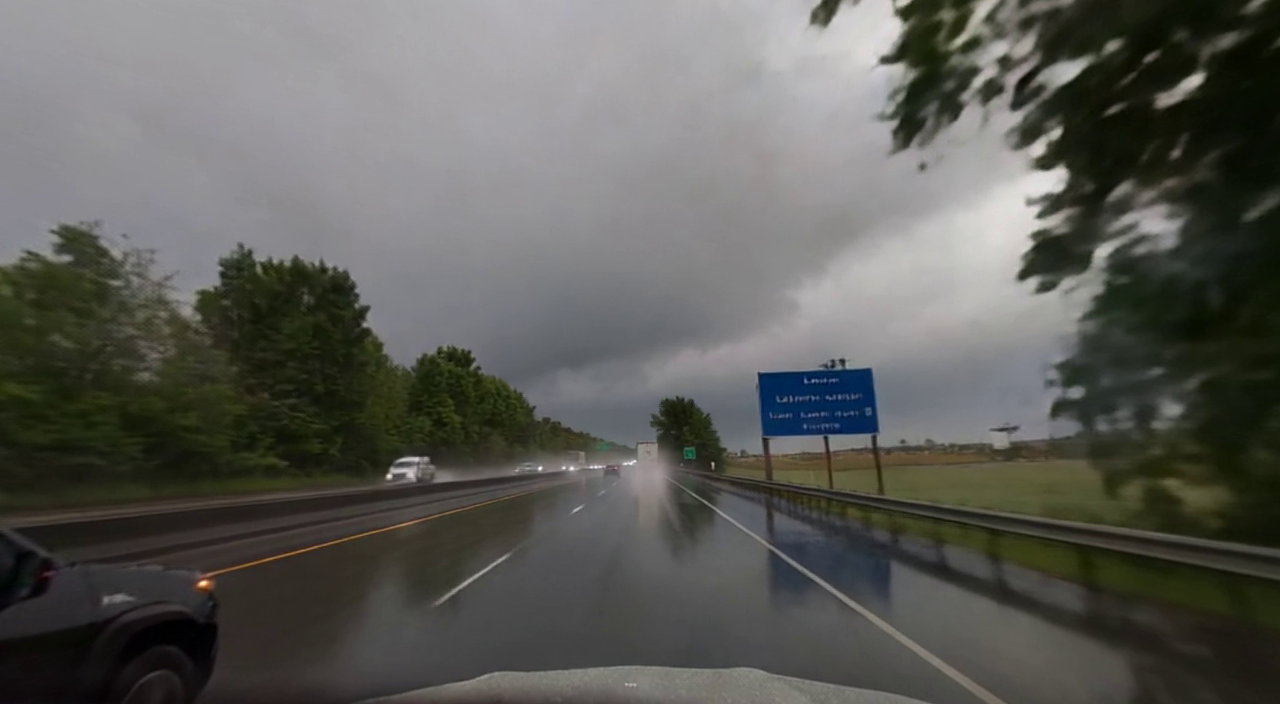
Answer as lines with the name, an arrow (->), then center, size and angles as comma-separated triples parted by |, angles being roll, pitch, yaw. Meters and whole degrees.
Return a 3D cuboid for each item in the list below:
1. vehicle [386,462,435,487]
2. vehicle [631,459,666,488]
vehicle -> -15.838, 8.478, 43.677 | 1.823, 1.554, 3.847 | 0, -10, 2
vehicle -> 0.473, 7.463, 38.838 | 2.048, 1.663, 4.377 | 1, -10, 0
